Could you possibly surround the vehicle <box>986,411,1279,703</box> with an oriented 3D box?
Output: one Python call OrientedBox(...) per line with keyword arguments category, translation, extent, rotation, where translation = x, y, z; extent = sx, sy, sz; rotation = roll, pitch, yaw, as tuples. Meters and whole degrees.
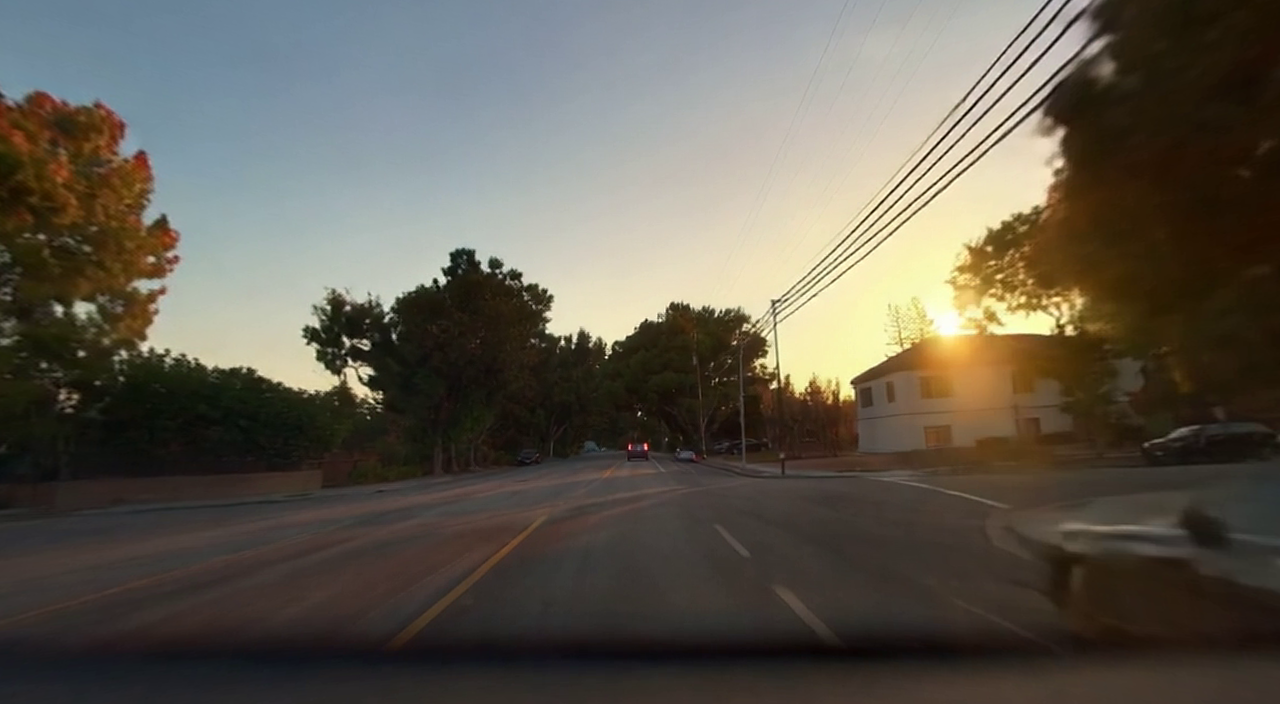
OrientedBox(category="vehicle", translation=(3.993, 1.105, 2.870), extent=(2.124, 1.524, 4.698), rotation=(4, -8, -2))
